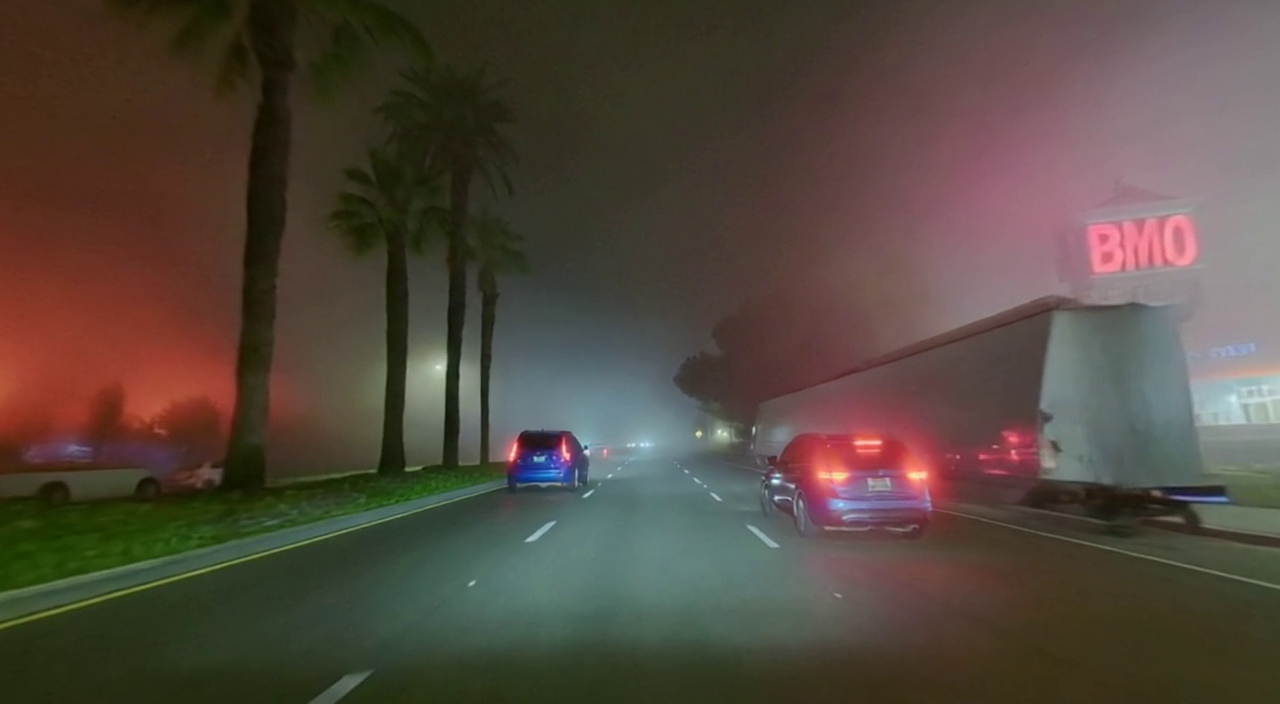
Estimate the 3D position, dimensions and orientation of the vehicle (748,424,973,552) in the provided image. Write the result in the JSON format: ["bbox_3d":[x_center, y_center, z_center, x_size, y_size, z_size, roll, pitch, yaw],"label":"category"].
[{"bbox_3d":[3.009,1.945,9.704,1.946,1.513,4.133,0,-8,0],"label":"vehicle"}]

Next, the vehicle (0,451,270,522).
[{"bbox_3d":[-21.250,5.232,26.160,2.816,2.198,14.405,-1,-9,2],"label":"vehicle"}]

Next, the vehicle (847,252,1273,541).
[{"bbox_3d":[7.025,1.113,12.705,2.902,3.992,8.073,0,-8,0],"label":"vehicle"}]

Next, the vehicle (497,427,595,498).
[{"bbox_3d":[-2.572,3.156,18.439,2.058,1.804,4.391,0,-8,2],"label":"vehicle"}]
